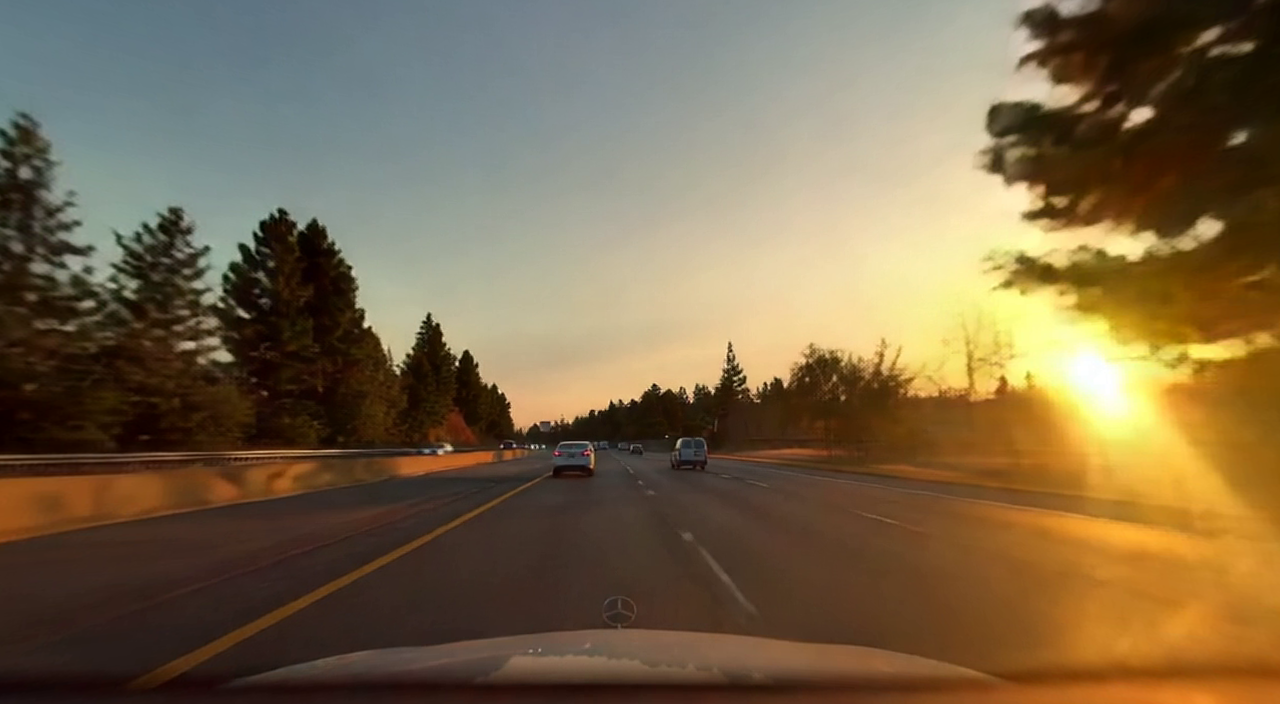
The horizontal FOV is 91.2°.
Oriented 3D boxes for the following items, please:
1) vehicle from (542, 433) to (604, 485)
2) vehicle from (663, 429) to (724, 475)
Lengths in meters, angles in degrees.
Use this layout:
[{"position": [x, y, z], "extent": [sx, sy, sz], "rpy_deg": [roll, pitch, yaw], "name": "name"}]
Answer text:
[{"position": [-2.373, 3.892, 23.112], "extent": [1.963, 1.711, 4.284], "rpy_deg": [0, -9, -2], "name": "vehicle"}, {"position": [2.395, 4.669, 29.306], "extent": [2.179, 1.930, 4.538], "rpy_deg": [0, -9, -3], "name": "vehicle"}]
